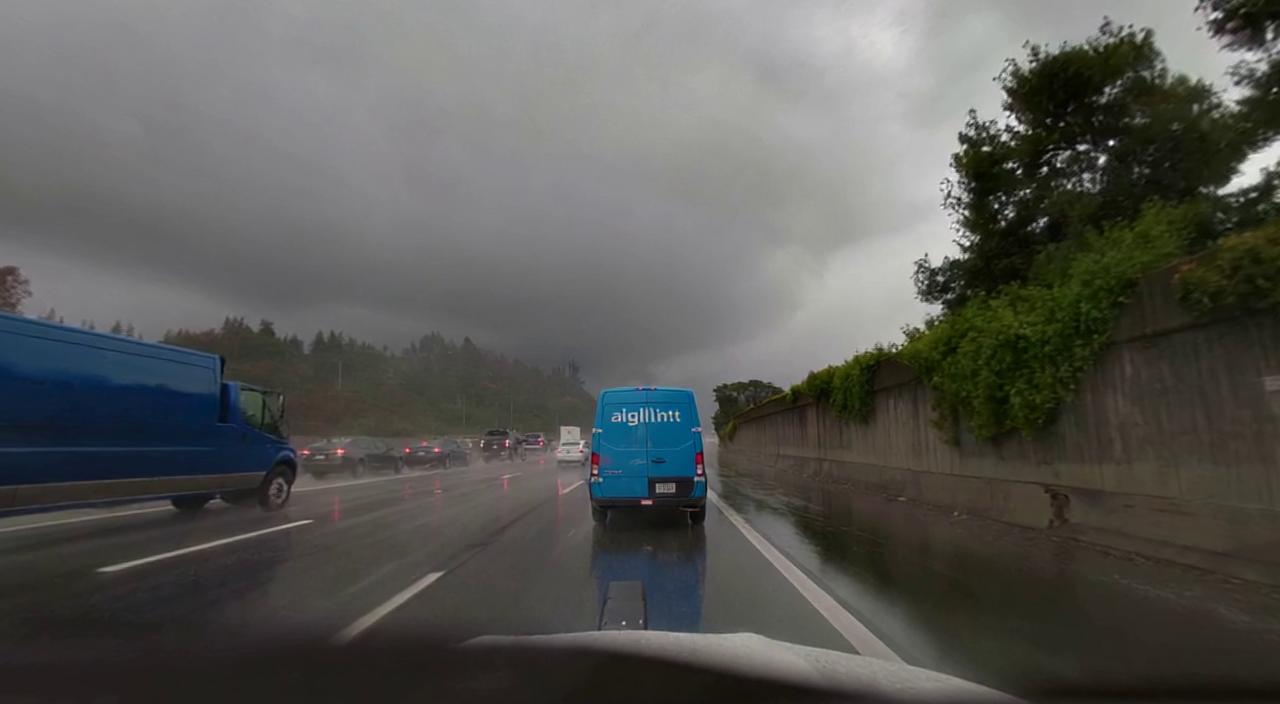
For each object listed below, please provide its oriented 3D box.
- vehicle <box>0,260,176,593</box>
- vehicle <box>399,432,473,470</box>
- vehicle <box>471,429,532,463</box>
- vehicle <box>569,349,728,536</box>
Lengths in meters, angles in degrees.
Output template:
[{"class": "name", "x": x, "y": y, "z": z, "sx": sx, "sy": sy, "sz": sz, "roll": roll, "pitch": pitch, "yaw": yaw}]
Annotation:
[{"class": "vehicle", "x": -7.407, "y": 0.475, "z": 4.368, "sx": 2.717, "sy": 3.113, "sz": 7.354, "roll": 0, "pitch": -8, "yaw": 0}, {"class": "vehicle", "x": -10.498, "y": 5.136, "z": 32.894, "sx": 2.061, "sy": 1.846, "sz": 4.852, "roll": -1, "pitch": -8, "yaw": 2}, {"class": "vehicle", "x": -9.454, "y": 6.533, "z": 43.767, "sx": 2.566, "sy": 2.158, "sz": 5.957, "roll": -1, "pitch": -8, "yaw": 3}, {"class": "vehicle", "x": 0.179, "y": 1.787, "z": 12.518, "sx": 2.316, "sy": 2.738, "sz": 6.398, "roll": 0, "pitch": -8, "yaw": 1}]
